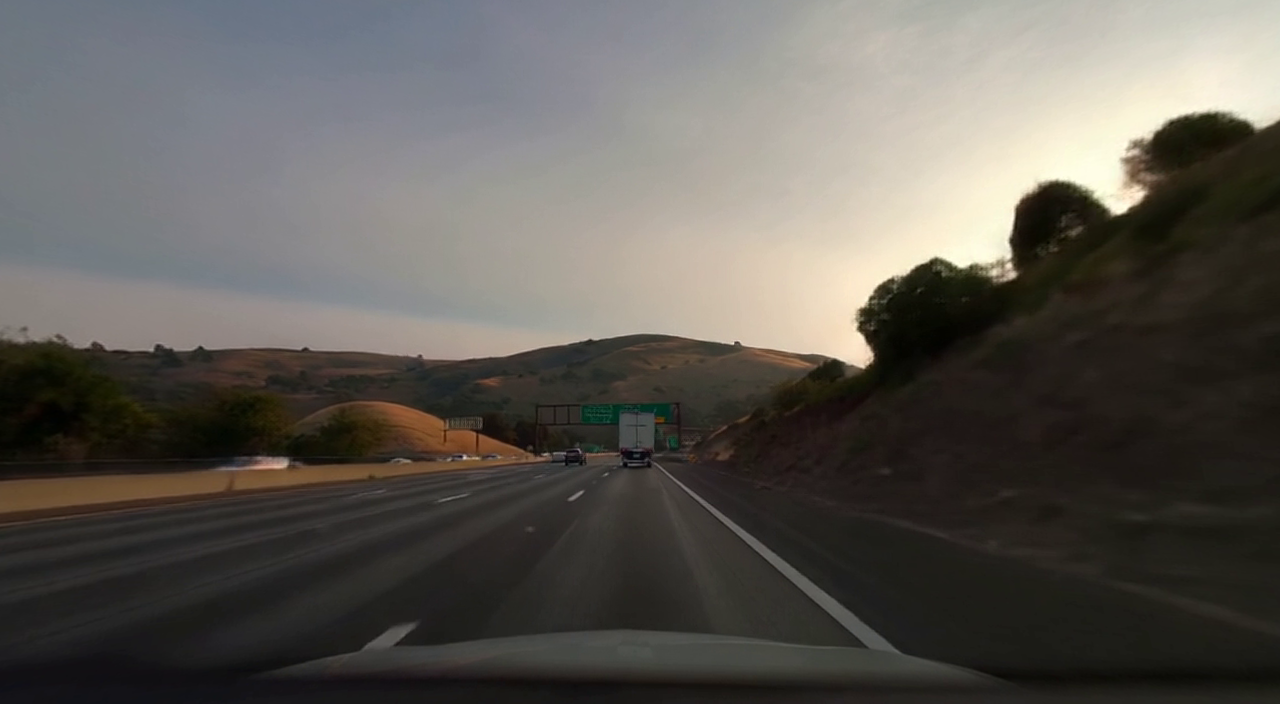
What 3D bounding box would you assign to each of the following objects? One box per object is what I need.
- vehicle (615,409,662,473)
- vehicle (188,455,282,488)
[{"bbox_3d":[-0.013,6.694,47.017,3.039,4.131,11.822,0,-9,1],"label":"vehicle"},{"bbox_3d":[-21.439,6.325,33.594,1.960,1.545,4.436,0,-9,2],"label":"vehicle"}]
